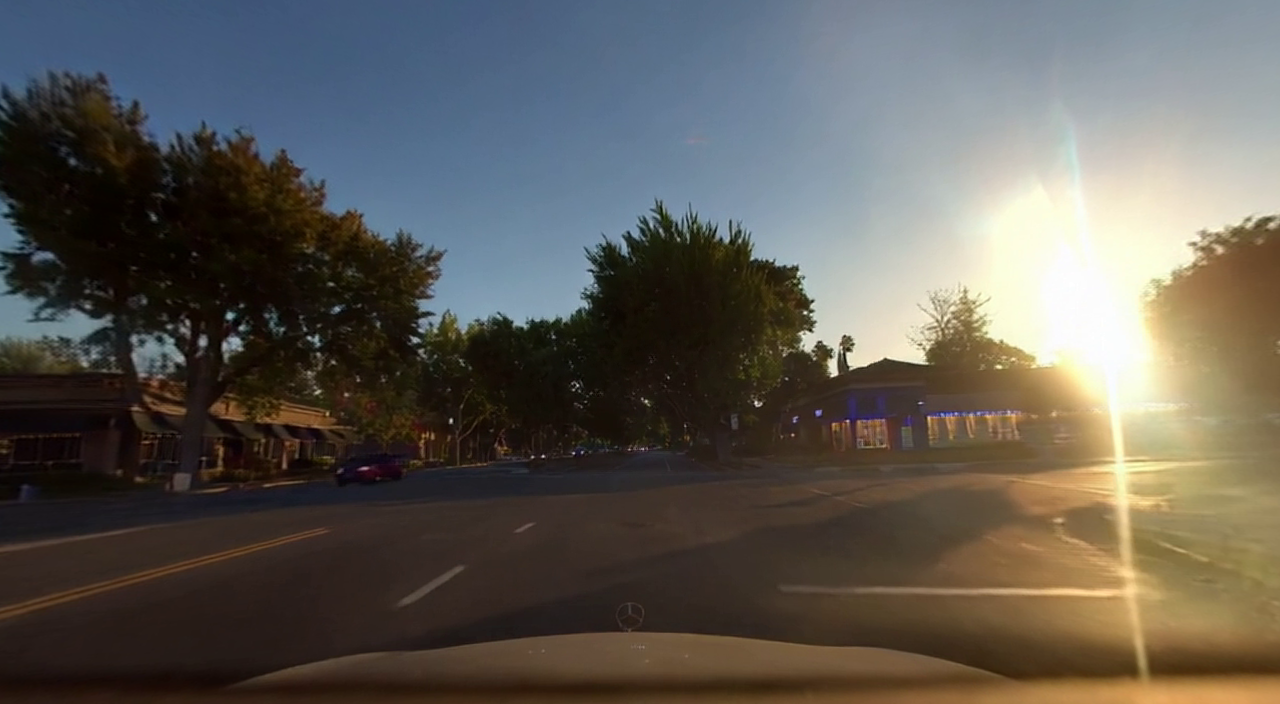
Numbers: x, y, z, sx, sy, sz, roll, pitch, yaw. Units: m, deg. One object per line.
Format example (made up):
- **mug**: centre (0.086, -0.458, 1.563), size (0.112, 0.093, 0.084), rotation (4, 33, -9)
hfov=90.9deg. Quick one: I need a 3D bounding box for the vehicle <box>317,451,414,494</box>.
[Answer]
- **vehicle**: centre (-11.463, 5.025, 26.710), size (2.033, 1.497, 4.567), rotation (-4, -8, 1)
